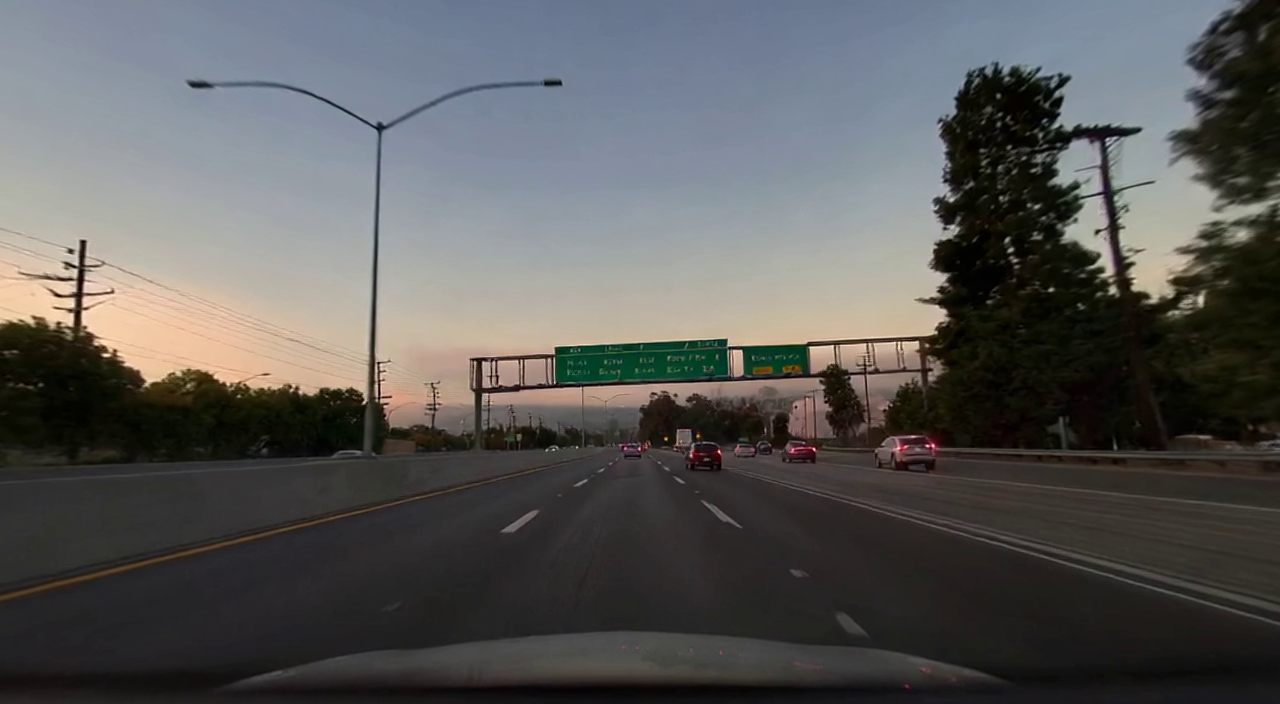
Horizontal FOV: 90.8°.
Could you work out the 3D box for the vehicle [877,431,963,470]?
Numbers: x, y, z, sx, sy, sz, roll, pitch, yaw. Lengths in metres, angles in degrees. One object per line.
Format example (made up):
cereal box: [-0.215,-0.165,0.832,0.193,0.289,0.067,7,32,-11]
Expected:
vehicle: [15.156,5.359,34.607,2.190,1.911,5.658,0,-8,1]

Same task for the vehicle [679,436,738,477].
vehicle: [2.939,4.573,27.986,1.997,1.638,4.281,0,-8,-2]

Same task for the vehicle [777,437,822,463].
vehicle: [11.575,7.157,46.292,2.070,1.782,5.006,0,-8,1]
